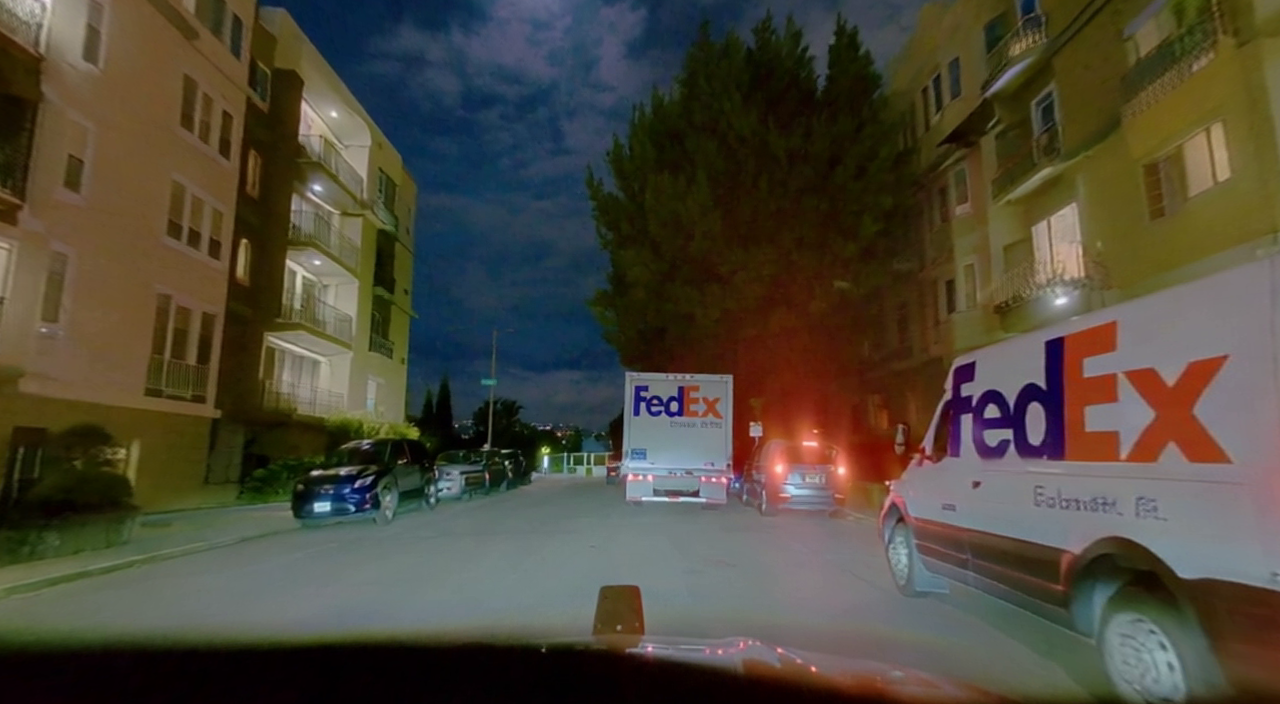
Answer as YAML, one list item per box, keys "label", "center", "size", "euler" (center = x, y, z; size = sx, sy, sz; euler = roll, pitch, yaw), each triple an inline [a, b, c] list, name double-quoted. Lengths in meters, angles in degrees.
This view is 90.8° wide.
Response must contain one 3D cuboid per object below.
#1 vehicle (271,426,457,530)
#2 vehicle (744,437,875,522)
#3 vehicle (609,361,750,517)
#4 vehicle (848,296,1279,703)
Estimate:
- label: "vehicle"
  center: [-5.714, 2.645, 13.919]
  size: [2.020, 1.867, 4.654]
  euler: [0, -8, -1]
- label: "vehicle"
  center: [3.587, 2.740, 14.132]
  size: [1.868, 1.623, 3.815]
  euler: [0, -8, 0]
- label: "vehicle"
  center: [0.784, 2.396, 17.361]
  size: [2.930, 3.275, 8.180]
  euler: [0, -8, -1]
- label: "vehicle"
  center: [3.569, 1.127, 4.668]
  size: [2.221, 1.991, 5.564]
  euler: [0, -8, 1]
